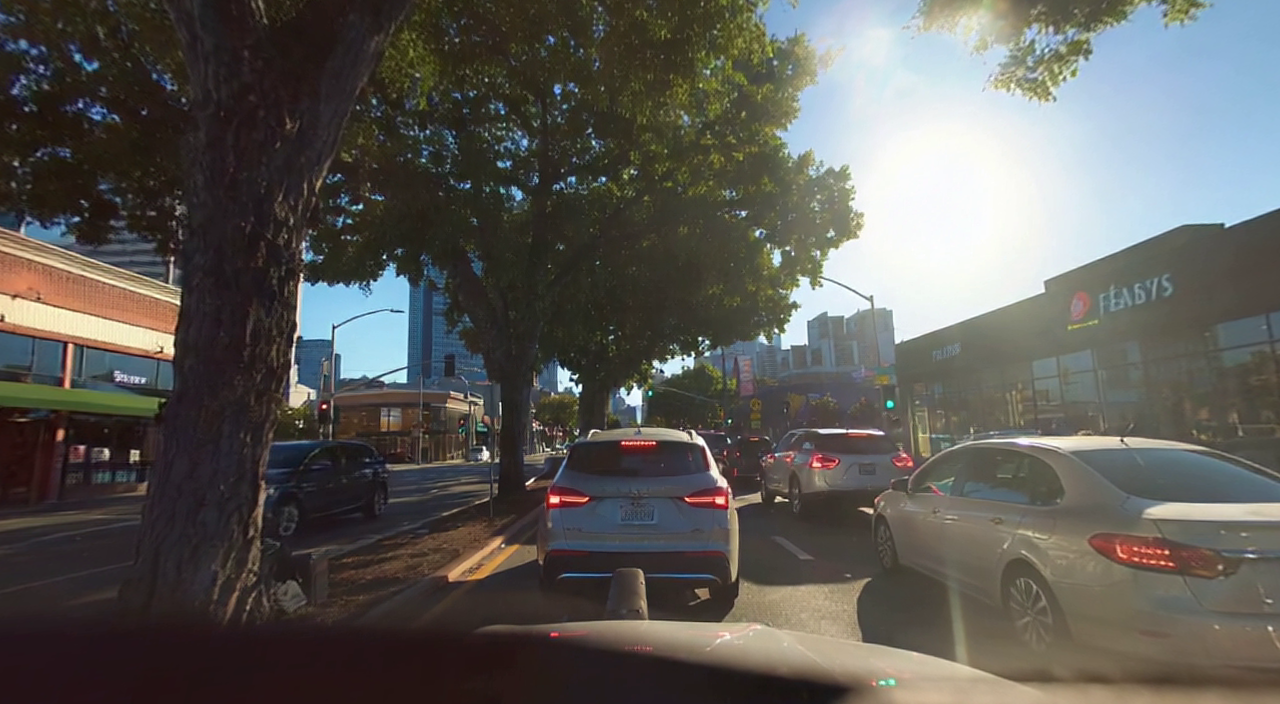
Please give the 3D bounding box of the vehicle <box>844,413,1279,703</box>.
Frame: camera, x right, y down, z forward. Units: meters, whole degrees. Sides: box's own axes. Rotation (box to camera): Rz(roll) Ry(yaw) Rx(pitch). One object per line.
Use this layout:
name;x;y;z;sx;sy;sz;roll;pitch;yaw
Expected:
vehicle;3.392;1.366;5.308;1.988;1.480;4.195;0;-9;1

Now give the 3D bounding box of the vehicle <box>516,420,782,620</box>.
vehicle;0.058;1.537;6.614;2.006;1.487;3.535;0;-9;0

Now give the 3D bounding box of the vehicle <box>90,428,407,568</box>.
vehicle;-5.279;1.999;9.509;1.898;1.542;4.689;0;-9;-2
